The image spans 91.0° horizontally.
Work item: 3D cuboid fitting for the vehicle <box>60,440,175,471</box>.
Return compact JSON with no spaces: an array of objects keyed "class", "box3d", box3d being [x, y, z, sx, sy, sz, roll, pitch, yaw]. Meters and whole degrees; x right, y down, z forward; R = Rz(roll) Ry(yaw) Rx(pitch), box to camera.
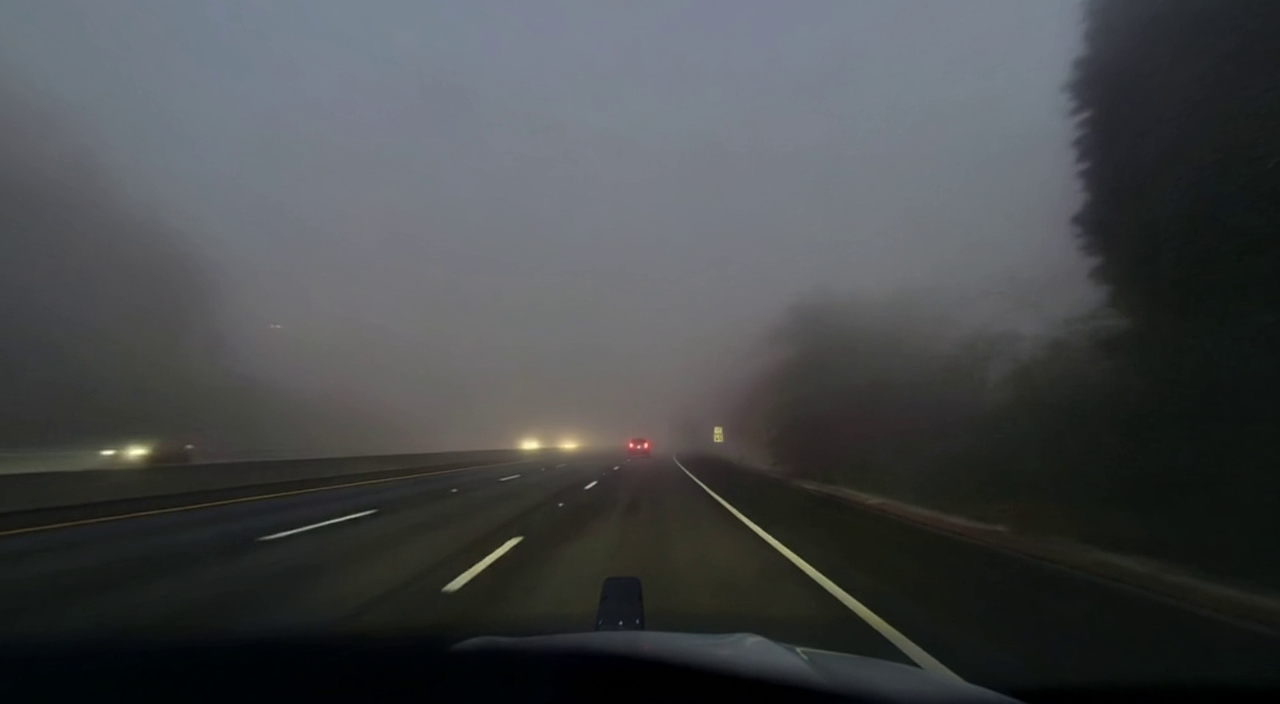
[{"class":"vehicle","box3d":[-28.357,5.620,34.447,1.970,1.543,4.830,0,-9,3]}]
